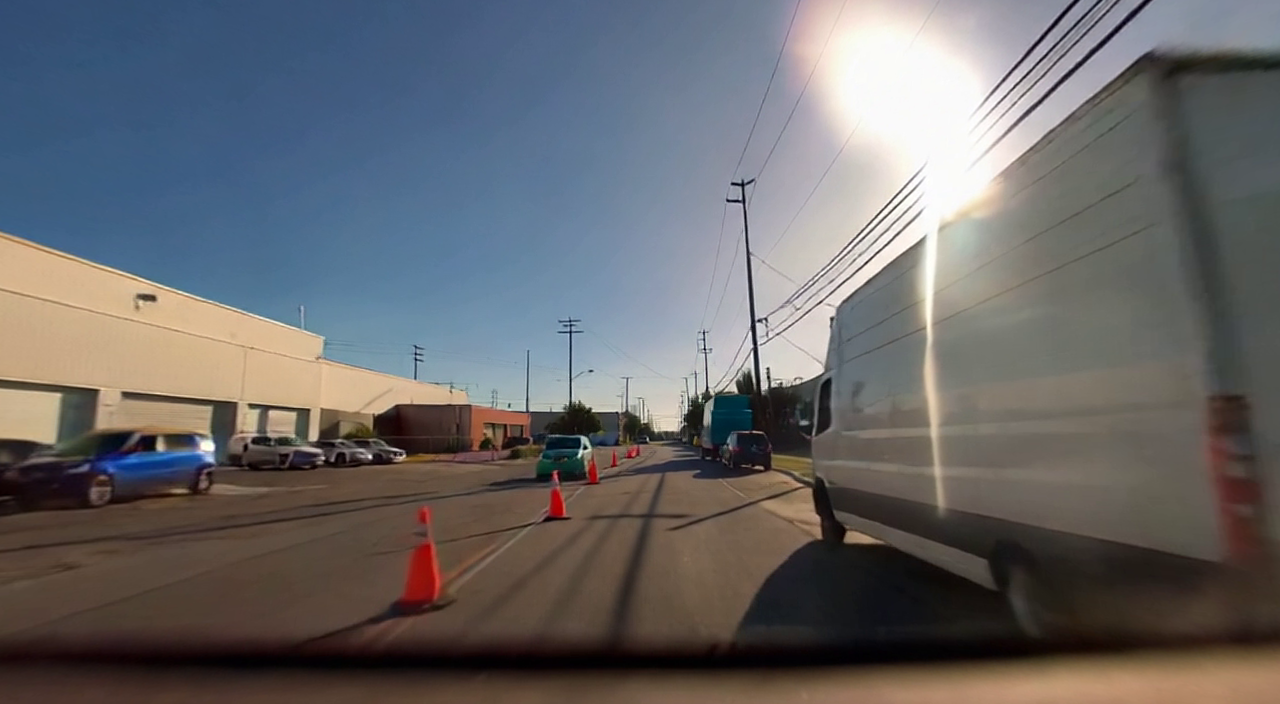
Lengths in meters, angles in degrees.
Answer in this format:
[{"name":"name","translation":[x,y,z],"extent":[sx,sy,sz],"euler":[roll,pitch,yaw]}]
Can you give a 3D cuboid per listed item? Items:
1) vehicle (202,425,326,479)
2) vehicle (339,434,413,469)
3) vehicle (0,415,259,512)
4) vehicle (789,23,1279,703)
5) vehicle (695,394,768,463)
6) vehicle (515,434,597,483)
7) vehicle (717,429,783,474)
[{"name":"vehicle","translation":[-16.185,4.383,27.669],"extent":[2.150,1.999,5.425],"euler":[3,-9,-2]},{"name":"vehicle","translation":[-13.821,5.227,33.389],"extent":[2.078,1.674,4.652],"euler":[-1,-8,-2]},{"name":"vehicle","translation":[-12.301,2.660,15.701],"extent":[2.287,1.975,5.511],"euler":[0,-8,-1]},{"name":"vehicle","translation":[3.876,0.681,6.277],"extent":[2.871,3.301,7.433],"euler":[0,-8,-1]},{"name":"vehicle","translation":[4.694,4.180,33.897],"extent":[3.058,3.269,7.674],"euler":[0,-8,2]},{"name":"vehicle","translation":[-2.729,3.573,21.655],"extent":[1.988,1.479,4.485],"euler":[-1,-8,3]},{"name":"vehicle","translation":[4.471,4.122,26.338],"extent":[1.892,1.696,4.332],"euler":[0,-8,-1]}]
